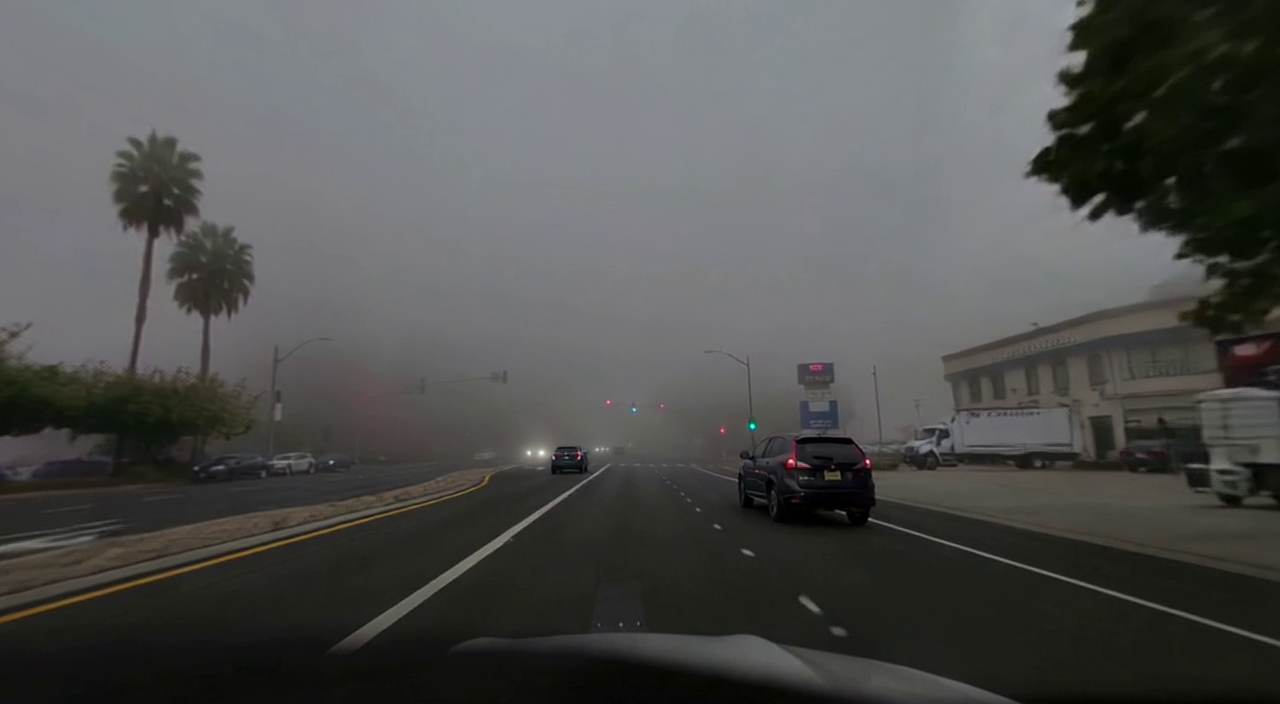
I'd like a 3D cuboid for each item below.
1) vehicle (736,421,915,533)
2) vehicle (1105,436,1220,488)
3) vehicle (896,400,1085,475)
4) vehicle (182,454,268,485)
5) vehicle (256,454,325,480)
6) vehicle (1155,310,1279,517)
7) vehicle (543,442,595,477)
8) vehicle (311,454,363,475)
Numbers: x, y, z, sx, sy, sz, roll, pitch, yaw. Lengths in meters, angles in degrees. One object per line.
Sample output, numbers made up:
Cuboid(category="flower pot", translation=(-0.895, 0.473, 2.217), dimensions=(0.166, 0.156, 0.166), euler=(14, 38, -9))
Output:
Cuboid(category="vehicle", translation=(3.221, 2.262, 12.007), dimensions=(1.982, 1.711, 4.276), euler=(0, -9, -2))
Cuboid(category="vehicle", translation=(20.147, 4.160, 24.326), dimensions=(4.416, 1.692, 1.980), euler=(3, -8, -32))
Cuboid(category="vehicle", translation=(15.561, 3.881, 28.523), dimensions=(6.704, 3.194, 2.704), euler=(-1, -9, 5))
Cuboid(category="vehicle", translation=(-22.757, 6.440, 34.819), dimensions=(2.045, 1.536, 3.911), euler=(0, -9, 1))
Cuboid(category="vehicle", translation=(-22.920, 7.549, 41.674), dimensions=(1.997, 1.434, 4.569), euler=(-2, -9, -1))
Cuboid(category="vehicle", translation=(14.385, 1.202, 11.796), dimensions=(7.195, 3.468, 2.597), euler=(0, -9, -3))
Cuboid(category="vehicle", translation=(-3.282, 5.049, 29.864), dimensions=(2.034, 1.498, 3.995), euler=(0, -9, -1))
Cuboid(category="vehicle", translation=(-22.975, 8.539, 48.052), dimensions=(1.752, 1.430, 4.078), euler=(-1, -9, 2))
